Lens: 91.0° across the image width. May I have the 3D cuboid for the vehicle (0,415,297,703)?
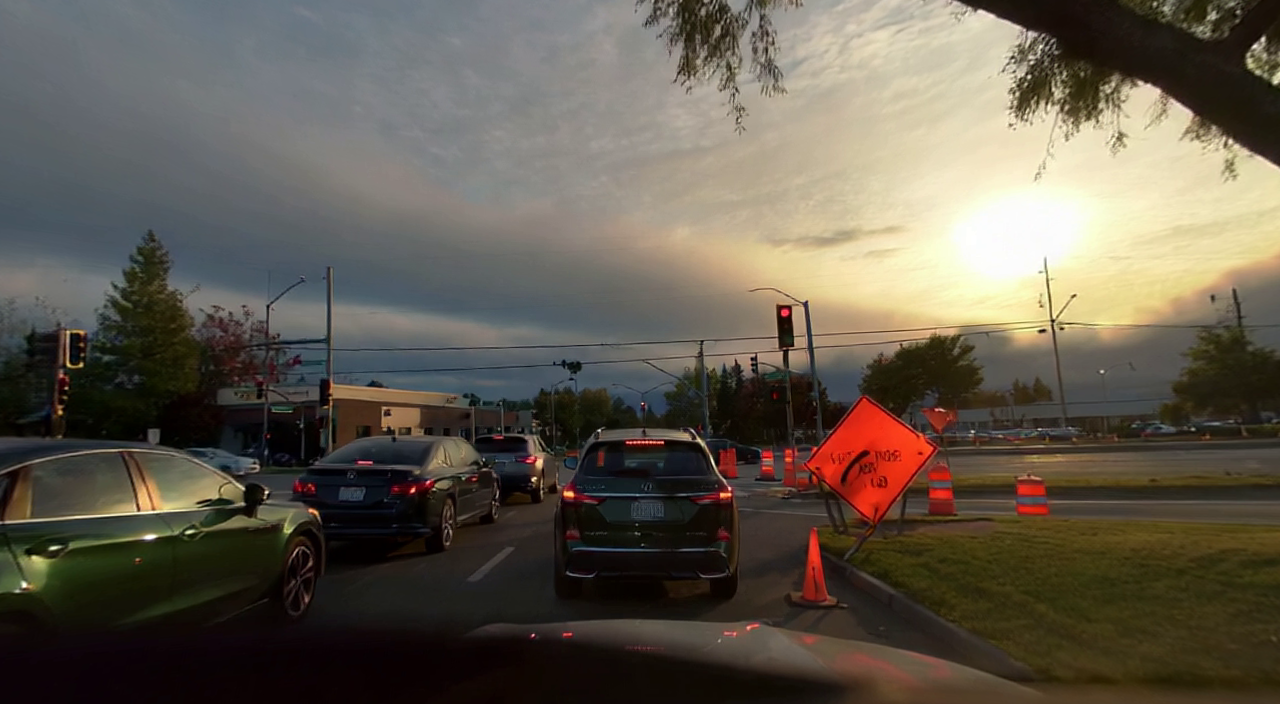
[{"bbox_3d":[-3.585,0.948,2.166,2.064,1.497,4.722,0,-9,1],"label":"vehicle"}]

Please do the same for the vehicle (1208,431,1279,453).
[{"bbox_3d":[48.263,7.159,49.878,4.672,1.676,1.867,1,-9,0],"label":"vehicle"}]

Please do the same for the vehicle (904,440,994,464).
[{"bbox_3d":[20.076,6.502,41.052,4.807,1.504,1.837,0,-9,2],"label":"vehicle"}]

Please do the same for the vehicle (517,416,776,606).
[{"bbox_3d":[0.100,1.621,7.212,2.167,1.560,3.676,0,-9,1],"label":"vehicle"}]

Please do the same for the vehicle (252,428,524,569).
[{"bbox_3d":[-3.267,1.996,9.445,1.989,1.541,4.626,0,-9,3],"label":"vehicle"}]
